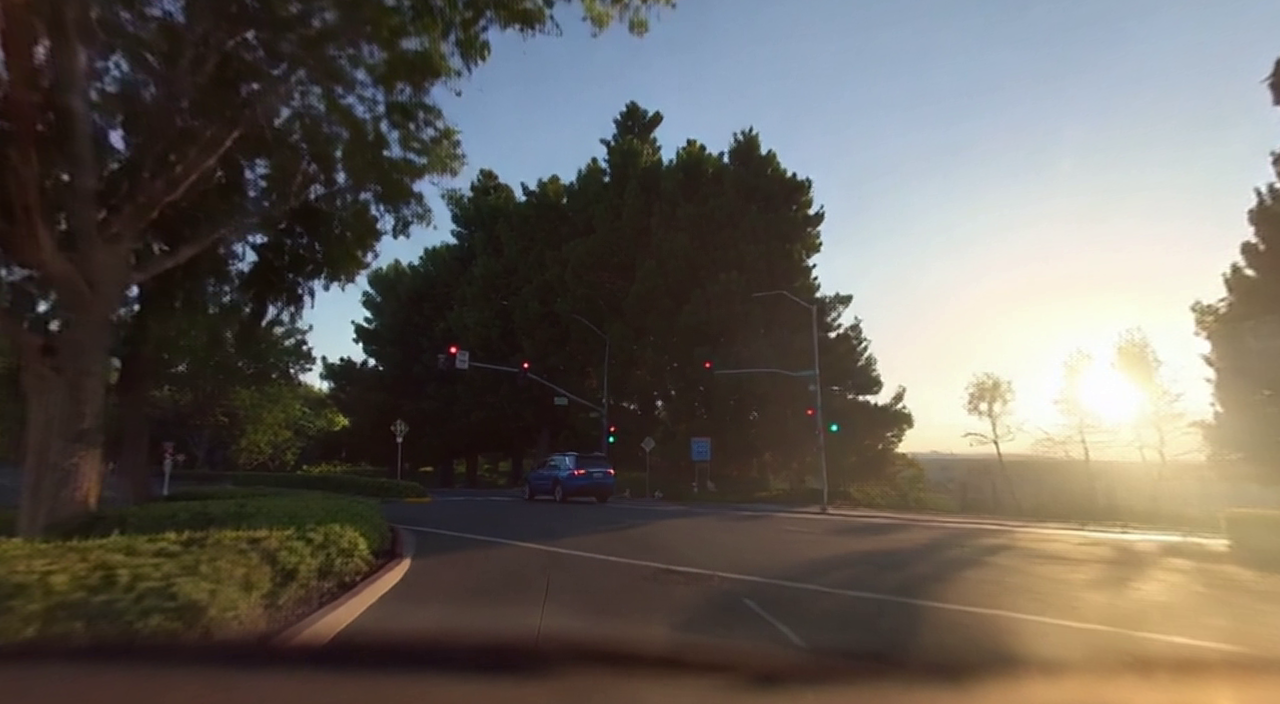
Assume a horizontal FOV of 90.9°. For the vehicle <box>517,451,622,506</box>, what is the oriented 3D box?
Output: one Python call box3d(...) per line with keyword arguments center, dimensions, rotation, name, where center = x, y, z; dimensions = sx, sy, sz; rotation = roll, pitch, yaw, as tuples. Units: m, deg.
box3d(center=(-2.758, 4.623, 23.423), dimensions=(2.284, 1.788, 4.871), rotation=(5, -11, -26), name="vehicle")
